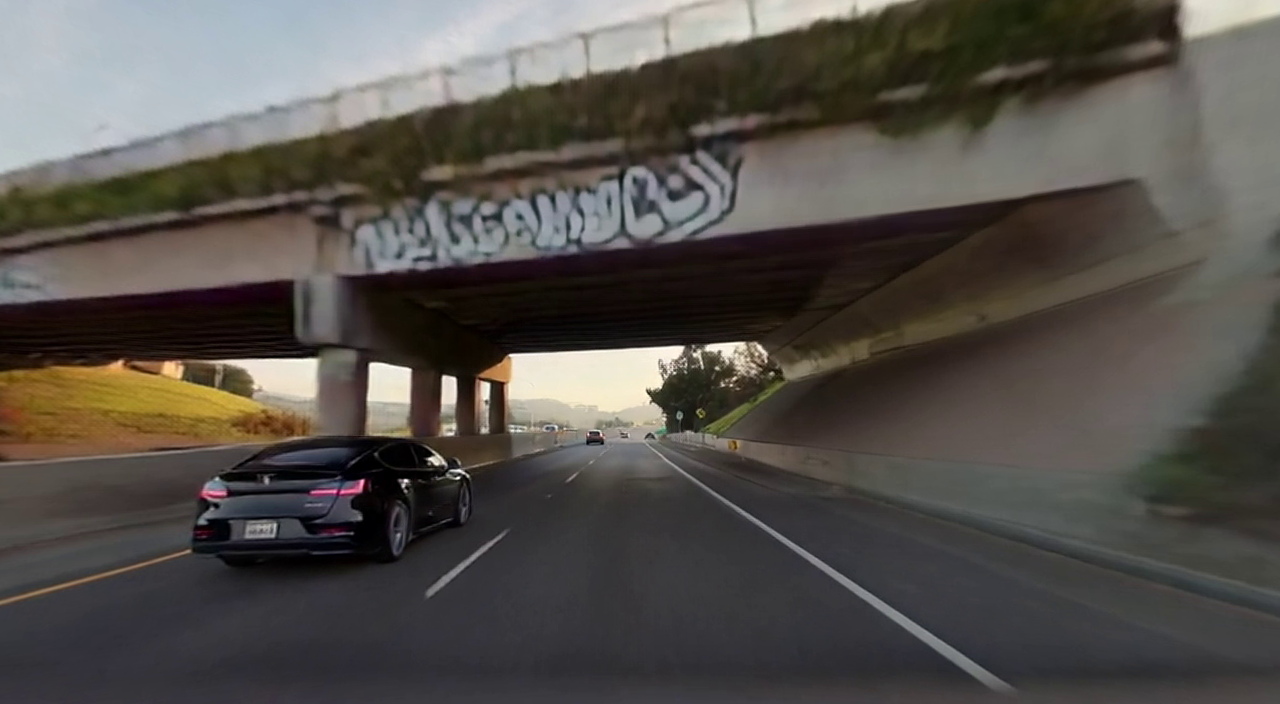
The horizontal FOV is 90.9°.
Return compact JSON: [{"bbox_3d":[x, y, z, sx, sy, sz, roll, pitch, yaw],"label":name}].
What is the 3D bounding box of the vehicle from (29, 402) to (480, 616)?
[{"bbox_3d":[-3.405,1.449,6.953,2.108,1.555,4.574,0,-7,-1],"label":"vehicle"}]
